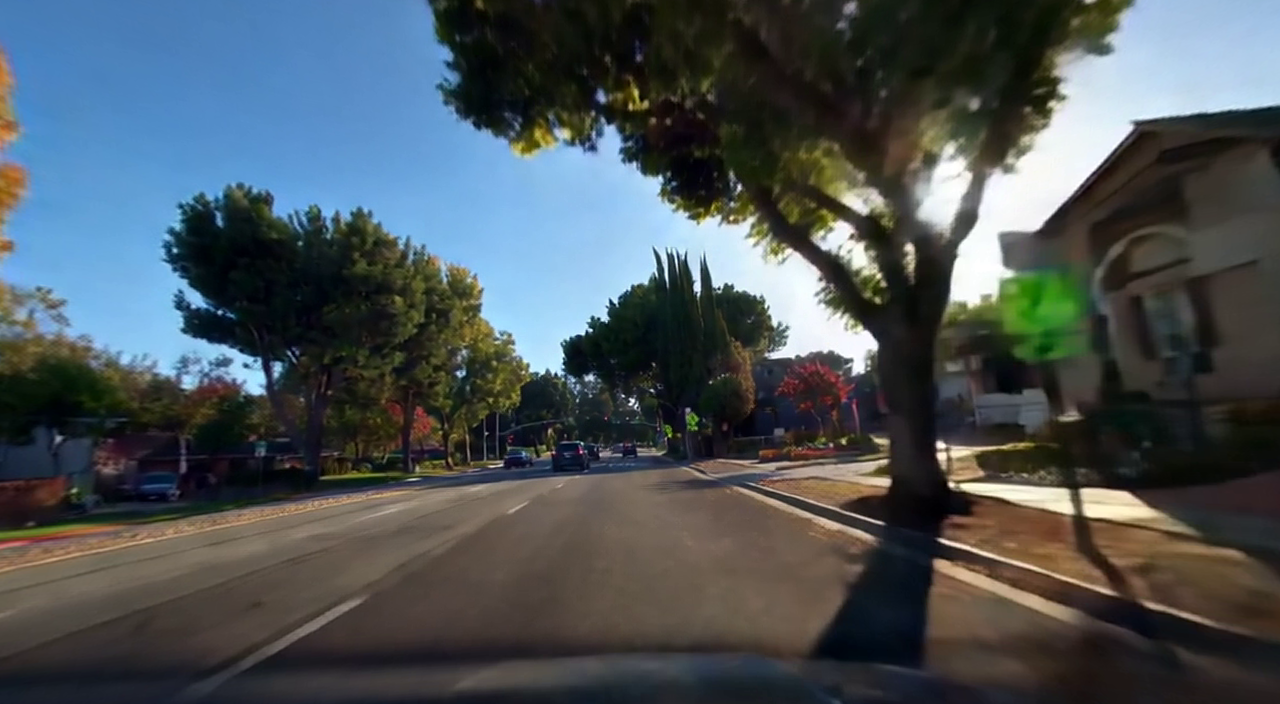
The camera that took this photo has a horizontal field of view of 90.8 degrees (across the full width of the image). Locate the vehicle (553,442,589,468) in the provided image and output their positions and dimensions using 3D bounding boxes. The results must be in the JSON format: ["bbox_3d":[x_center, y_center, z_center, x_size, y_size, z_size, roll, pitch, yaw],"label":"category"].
[{"bbox_3d":[-4.739,7.168,44.101,2.065,1.714,4.272,0,-8,0],"label":"vehicle"}]
